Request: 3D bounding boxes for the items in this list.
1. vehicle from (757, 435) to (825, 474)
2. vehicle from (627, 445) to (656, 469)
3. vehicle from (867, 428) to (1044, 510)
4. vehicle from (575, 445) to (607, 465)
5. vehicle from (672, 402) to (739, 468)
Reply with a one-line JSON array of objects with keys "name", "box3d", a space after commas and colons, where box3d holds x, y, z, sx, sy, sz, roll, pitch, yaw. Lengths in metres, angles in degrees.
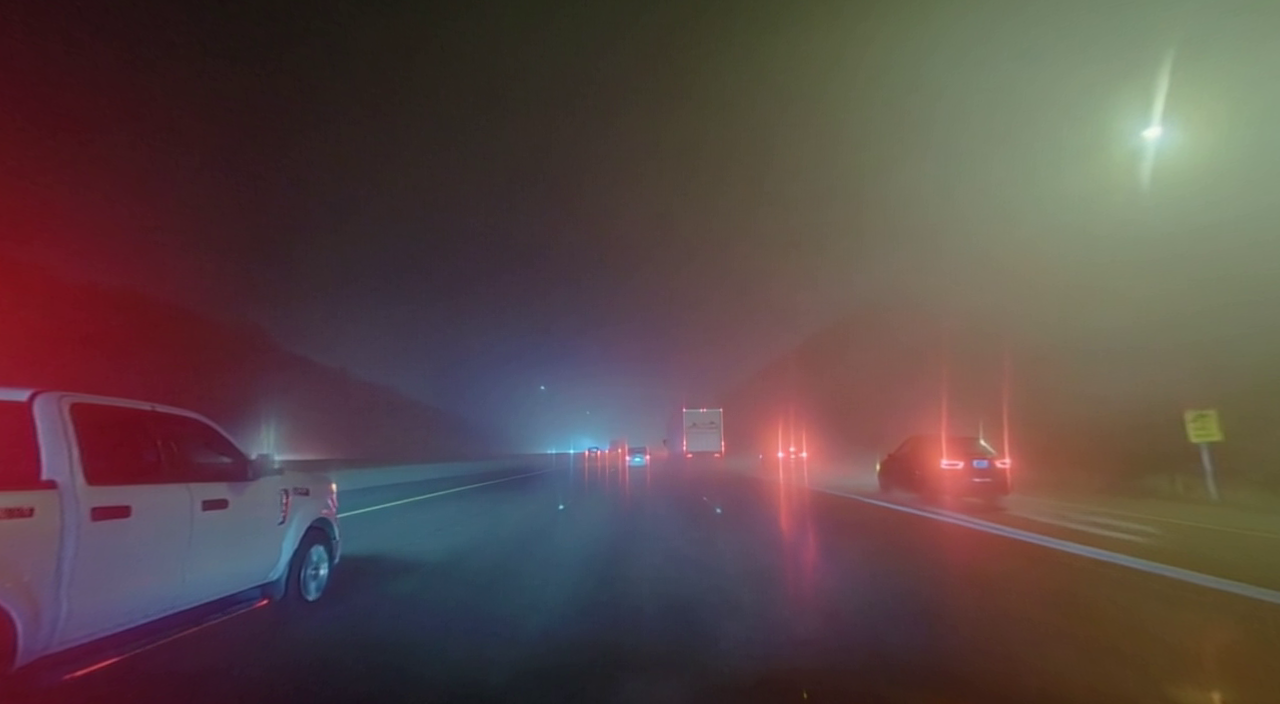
[{"name": "vehicle", "box3d": [7.364, 5.045, 31.174, 2.143, 1.775, 4.729, 0, -9, 0]}, {"name": "vehicle", "box3d": [0.081, 6.956, 42.054, 1.866, 1.492, 3.932, 0, -9, -1]}, {"name": "vehicle", "box3d": [7.369, 2.774, 15.353, 2.044, 1.676, 4.421, 0, -9, 1]}, {"name": "vehicle", "box3d": [-3.696, 7.907, 48.486, 2.132, 1.506, 4.256, 0, -9, 0]}, {"name": "vehicle", "box3d": [3.914, 5.468, 40.783, 3.130, 3.607, 11.129, 0, -9, 0]}]
